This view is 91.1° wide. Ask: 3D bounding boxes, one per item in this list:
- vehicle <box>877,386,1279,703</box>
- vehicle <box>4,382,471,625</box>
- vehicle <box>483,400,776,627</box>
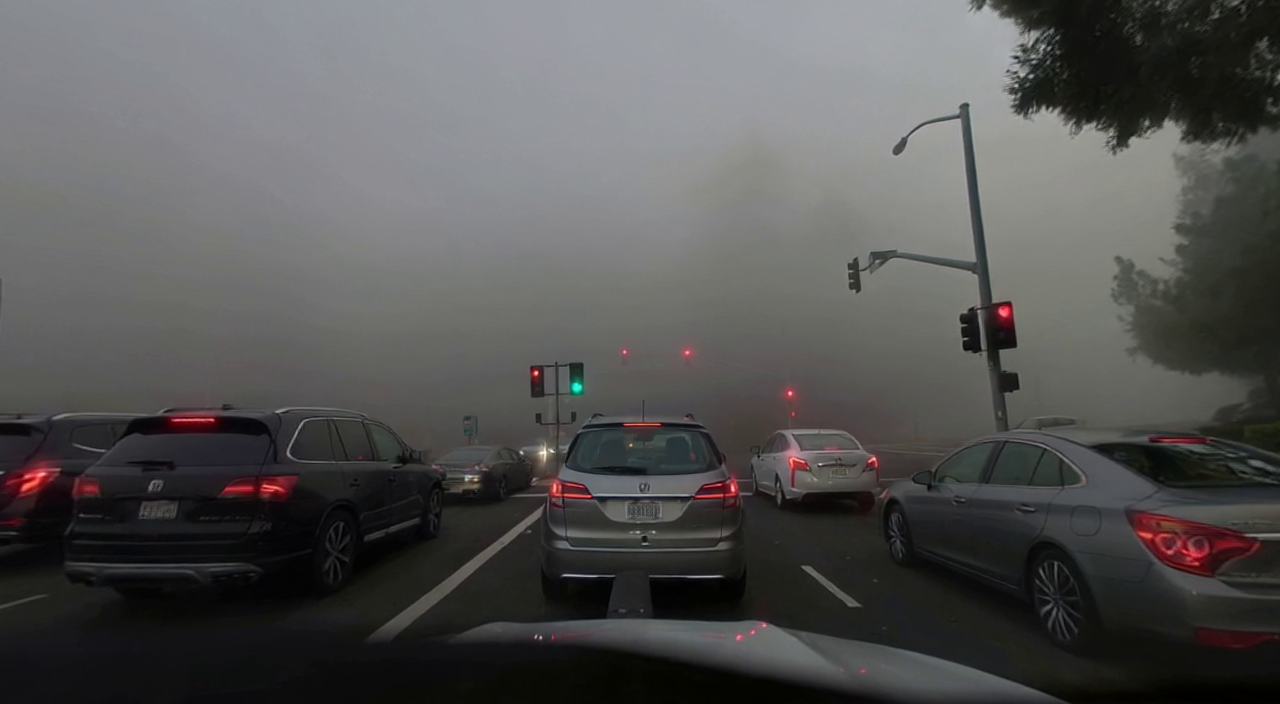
[{"bbox_3d":[3.591,1.200,4.609,2.010,1.486,4.498,0,-8,1],"label":"vehicle"},{"bbox_3d":[-3.563,1.423,6.845,2.014,1.755,4.360,0,-8,3],"label":"vehicle"},{"bbox_3d":[-0.052,1.402,6.305,2.047,1.579,3.642,0,-8,1],"label":"vehicle"}]
